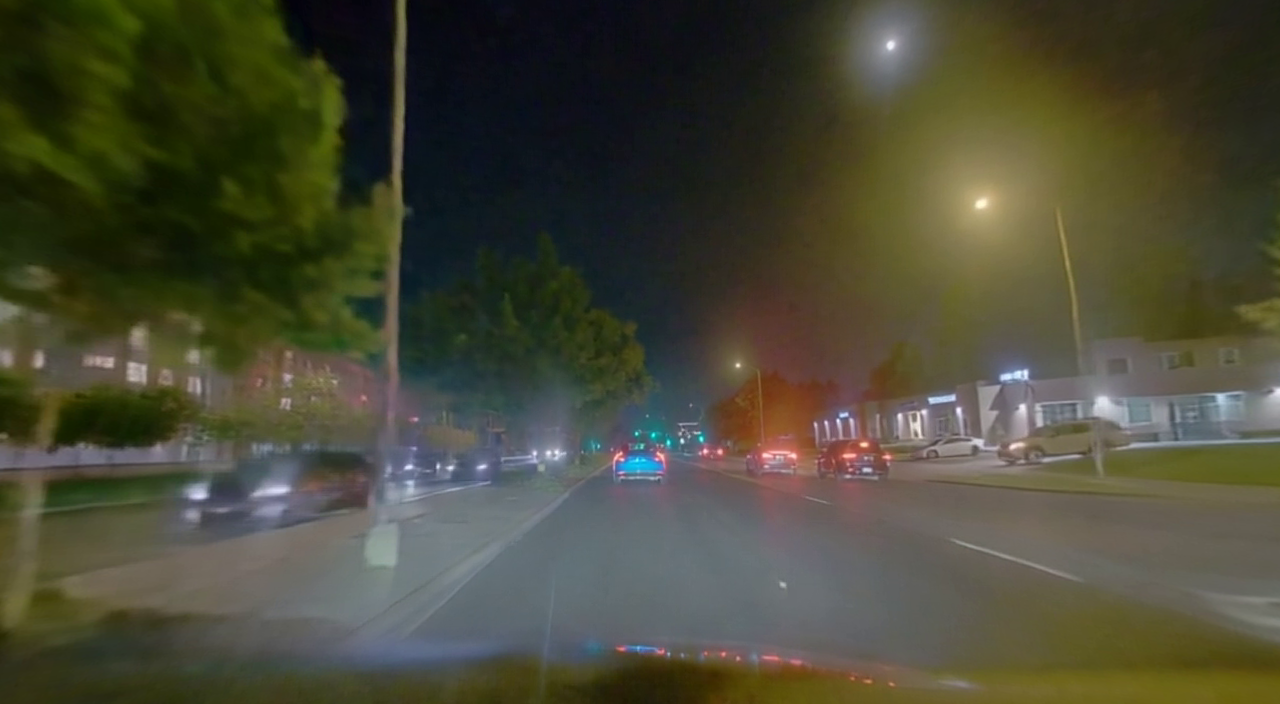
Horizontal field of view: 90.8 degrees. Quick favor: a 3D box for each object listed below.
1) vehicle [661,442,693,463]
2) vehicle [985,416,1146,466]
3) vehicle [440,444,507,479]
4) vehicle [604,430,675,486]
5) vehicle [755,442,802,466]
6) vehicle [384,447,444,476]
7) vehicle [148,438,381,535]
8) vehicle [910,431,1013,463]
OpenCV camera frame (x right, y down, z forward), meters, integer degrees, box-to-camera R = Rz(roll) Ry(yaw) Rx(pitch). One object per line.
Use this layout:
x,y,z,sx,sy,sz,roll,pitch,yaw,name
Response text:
2.798,7.650,48.310,2.078,1.471,4.142,0,-8,-1,vehicle
19.677,4.148,29.487,5.677,2.171,2.393,0,-8,4,vehicle
-7.946,5.241,30.646,1.948,1.508,4.749,0,-8,0,vehicle
-0.057,3.712,22.486,2.266,1.762,4.131,0,-8,-1,vehicle
9.124,6.761,41.991,2.045,1.484,4.342,0,-8,-2,vehicle
-13.504,6.551,38.043,1.958,1.604,4.279,0,-8,0,vehicle
-7.609,2.717,13.529,2.078,1.694,4.611,-1,-8,1,vehicle
19.456,5.733,38.366,4.932,1.514,2.327,-3,-7,-5,vehicle
